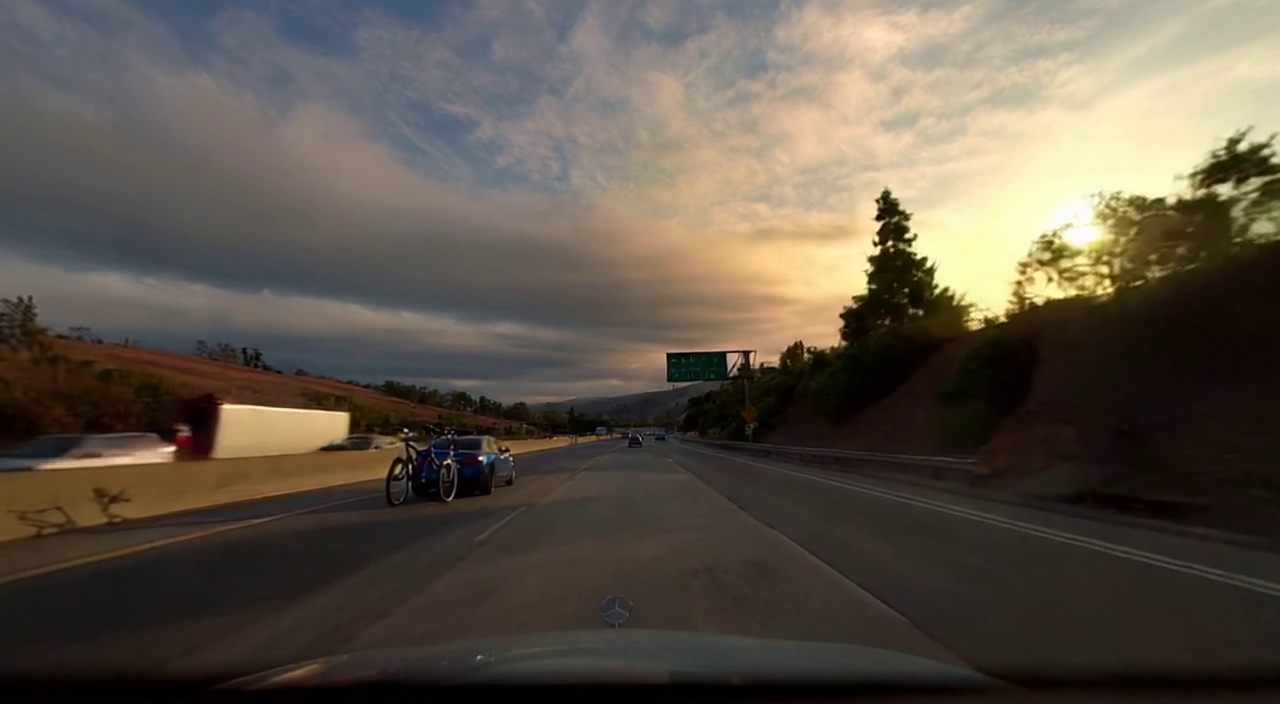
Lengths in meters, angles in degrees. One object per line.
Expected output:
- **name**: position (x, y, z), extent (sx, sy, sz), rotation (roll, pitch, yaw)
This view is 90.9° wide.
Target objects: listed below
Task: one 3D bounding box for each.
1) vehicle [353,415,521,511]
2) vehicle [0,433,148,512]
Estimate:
- **vehicle**: position (-3.948, 2.221, 13.188), extent (2.064, 1.647, 4.381), rotation (0, -8, 0)
- **vehicle**: position (-12.956, 2.428, 13.057), extent (1.900, 1.462, 4.525), rotation (0, -8, -1)
